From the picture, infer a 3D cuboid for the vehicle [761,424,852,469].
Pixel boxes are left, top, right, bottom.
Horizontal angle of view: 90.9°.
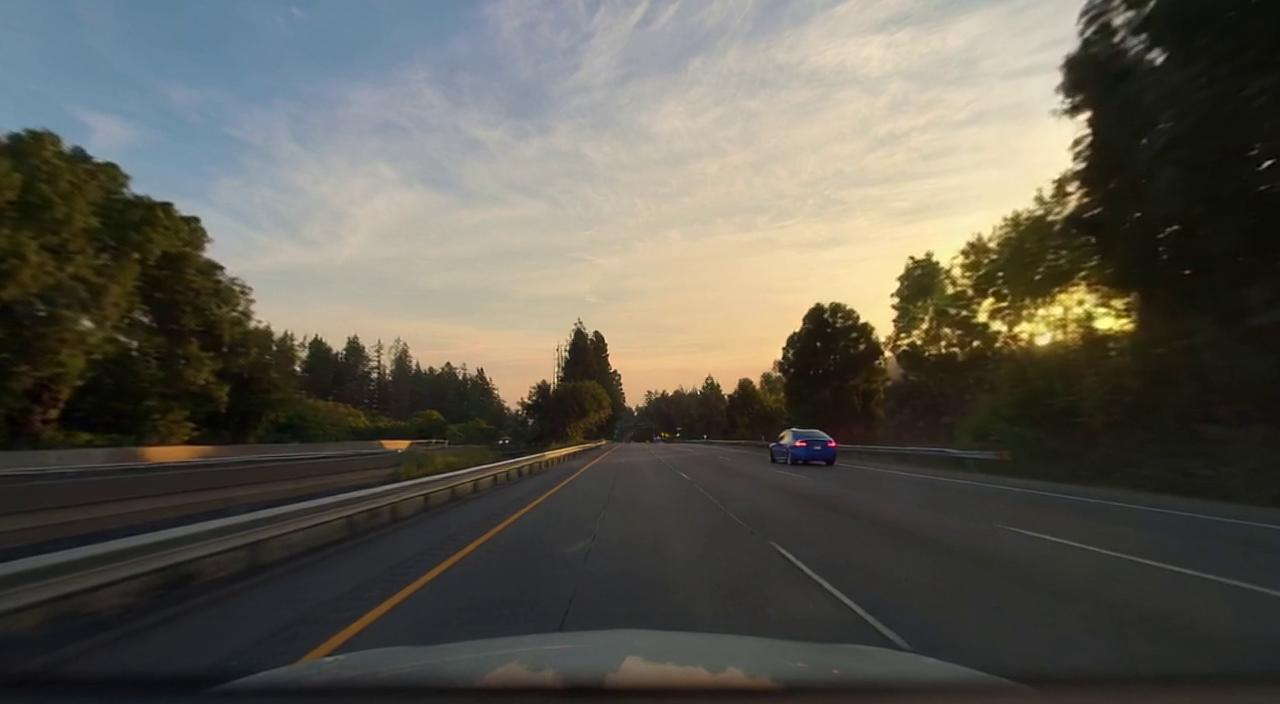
[{"bbox_3d":[6.836,3.953,26.516,2.273,1.698,4.863,0,-8,-3],"label":"vehicle"}]
